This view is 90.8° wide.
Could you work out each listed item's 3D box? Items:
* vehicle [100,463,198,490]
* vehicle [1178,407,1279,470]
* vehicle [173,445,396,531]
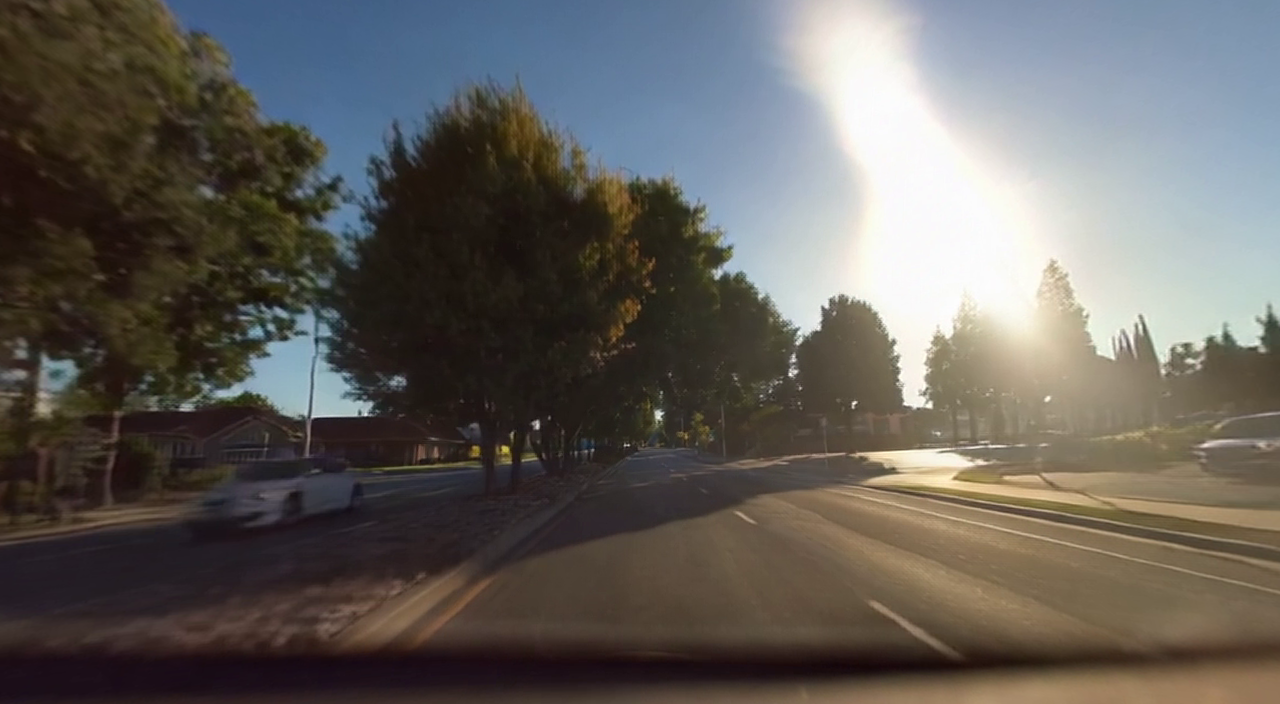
[{"bbox_3d":[-29.028,7.362,37.449,4.279,1.437,1.872,-1,-8,3],"label":"vehicle"},{"bbox_3d":[16.541,2.143,15.696,4.506,1.461,1.955,0,-8,-1],"label":"vehicle"},{"bbox_3d":[-7.190,2.749,13.499,2.079,1.489,4.515,0,-8,1],"label":"vehicle"}]
